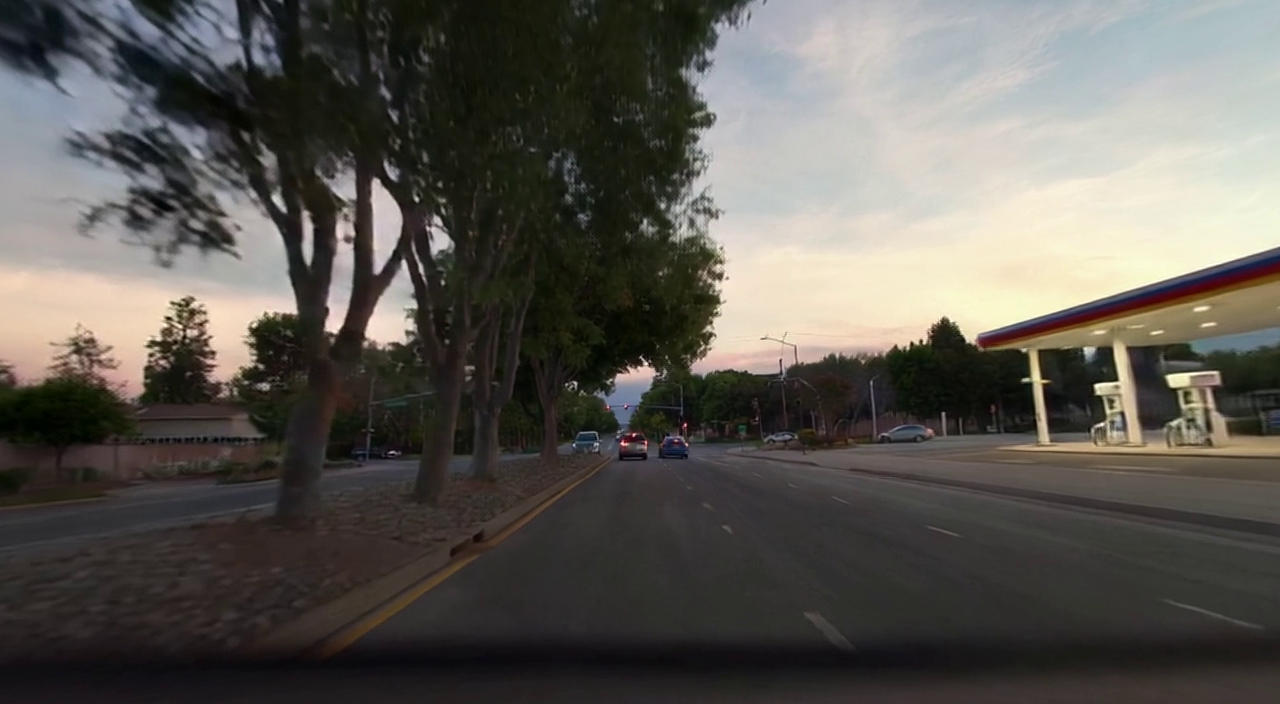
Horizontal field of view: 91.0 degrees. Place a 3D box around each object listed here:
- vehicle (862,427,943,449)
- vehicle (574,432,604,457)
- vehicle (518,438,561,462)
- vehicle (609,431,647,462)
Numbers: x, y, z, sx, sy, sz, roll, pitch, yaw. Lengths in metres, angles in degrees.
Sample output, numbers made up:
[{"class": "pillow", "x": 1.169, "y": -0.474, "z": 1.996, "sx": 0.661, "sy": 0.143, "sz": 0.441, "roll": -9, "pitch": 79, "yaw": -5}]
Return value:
[{"class": "vehicle", "x": 18.043, "y": 5.911, "z": 43.360, "sx": 4.660, "sy": 1.462, "sz": 2.034, "roll": 0, "pitch": -9, "yaw": 0}, {"class": "vehicle", "x": -3.956, "y": 7.282, "z": 49.416, "sx": 2.139, "sy": 1.851, "sz": 3.970, "roll": 0, "pitch": -9, "yaw": -3}, {"class": "vehicle", "x": -6.334, "y": 6.199, "z": 40.014, "sx": 2.033, "sy": 1.442, "sz": 4.668, "roll": 0, "pitch": -8, "yaw": -1}, {"class": "vehicle", "x": -0.697, "y": 5.711, "z": 38.156, "sx": 2.146, "sy": 1.742, "sz": 4.095, "roll": 0, "pitch": -8, "yaw": 0}]
